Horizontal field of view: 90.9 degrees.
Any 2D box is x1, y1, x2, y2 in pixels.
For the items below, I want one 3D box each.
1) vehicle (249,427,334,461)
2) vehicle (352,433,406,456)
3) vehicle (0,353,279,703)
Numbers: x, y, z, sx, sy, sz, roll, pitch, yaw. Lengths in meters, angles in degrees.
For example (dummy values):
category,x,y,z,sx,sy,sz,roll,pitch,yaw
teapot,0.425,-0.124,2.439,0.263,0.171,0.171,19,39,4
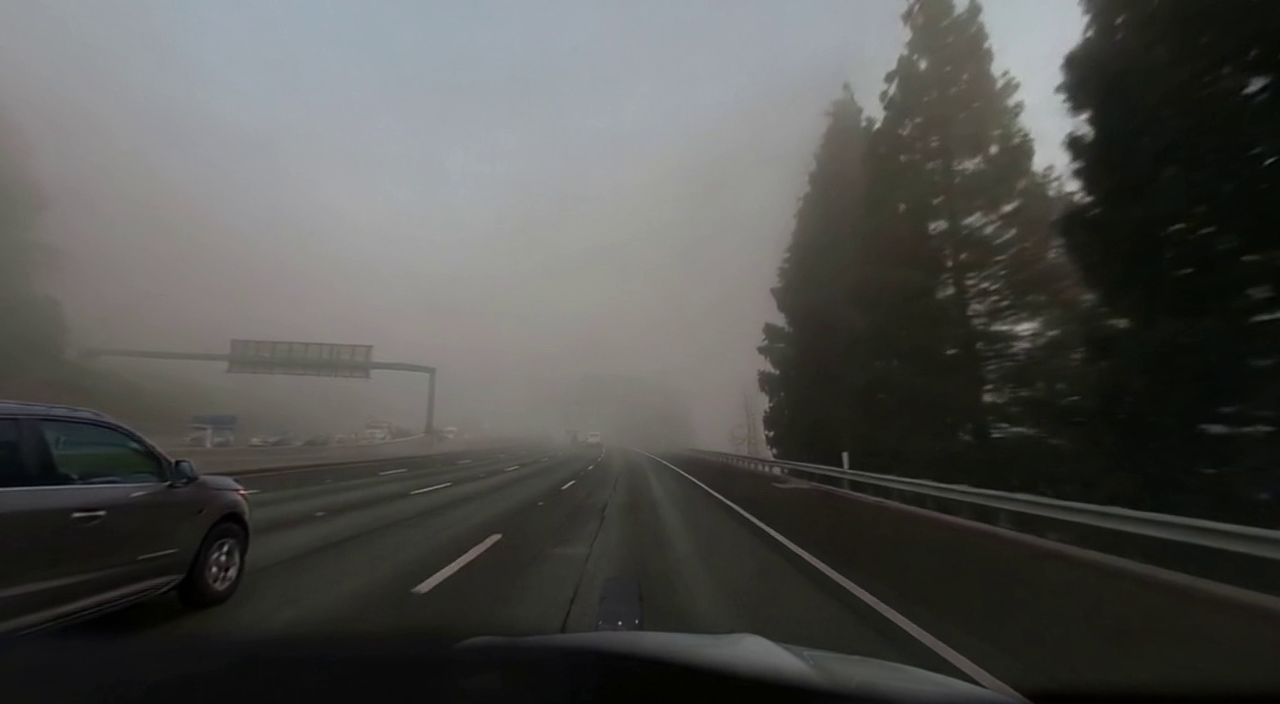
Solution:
category,x,y,z,sx,sy,sz,roll,pitch,yaw
vehicle,-18.054,4.805,32.941,2.027,1.647,4.378,0,-8,-1
vehicle,-18.444,6.552,44.791,1.960,1.504,4.473,0,-8,-1
vehicle,-3.954,0.827,2.778,2.187,1.639,4.318,0,-8,-1
